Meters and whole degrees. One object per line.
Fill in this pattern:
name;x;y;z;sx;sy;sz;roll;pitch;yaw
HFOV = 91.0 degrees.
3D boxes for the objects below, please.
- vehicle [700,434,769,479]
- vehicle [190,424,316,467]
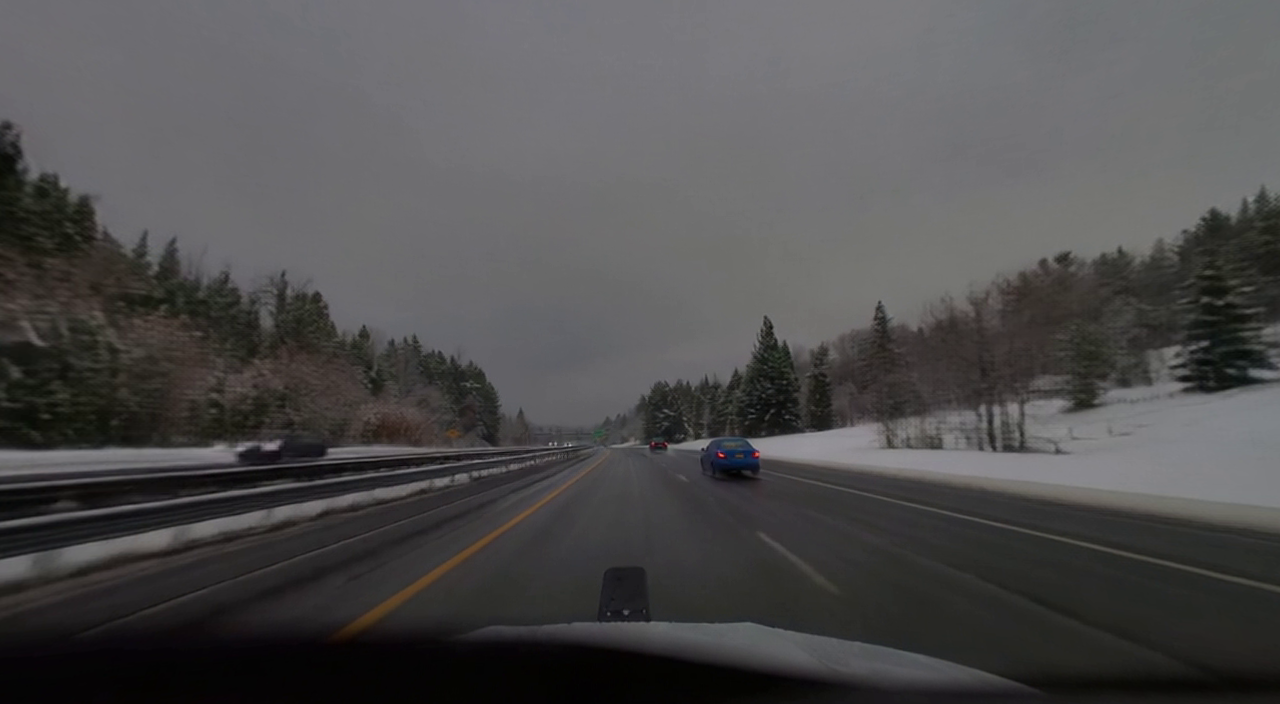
vehicle;3.429;3.879;23.598;1.945;1.538;3.729;0;-8;-1
vehicle;-16.648;4.052;27.434;2.184;1.667;5.019;-1;-8;2
